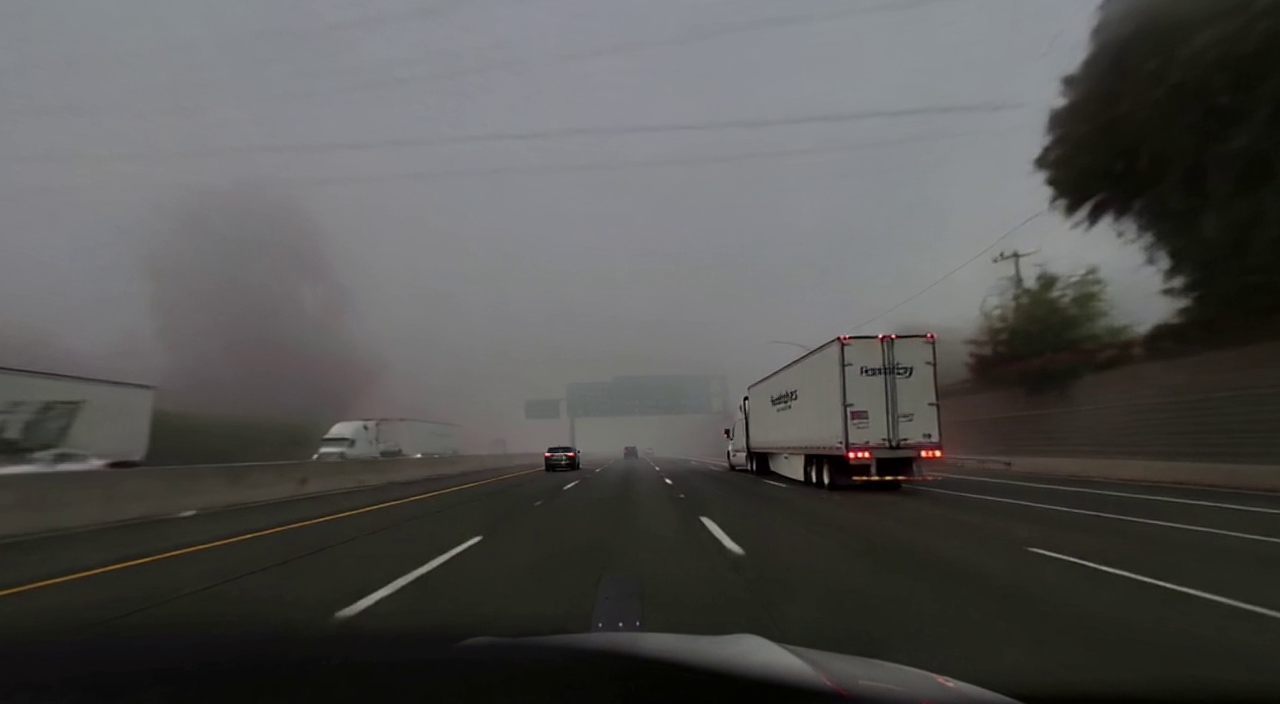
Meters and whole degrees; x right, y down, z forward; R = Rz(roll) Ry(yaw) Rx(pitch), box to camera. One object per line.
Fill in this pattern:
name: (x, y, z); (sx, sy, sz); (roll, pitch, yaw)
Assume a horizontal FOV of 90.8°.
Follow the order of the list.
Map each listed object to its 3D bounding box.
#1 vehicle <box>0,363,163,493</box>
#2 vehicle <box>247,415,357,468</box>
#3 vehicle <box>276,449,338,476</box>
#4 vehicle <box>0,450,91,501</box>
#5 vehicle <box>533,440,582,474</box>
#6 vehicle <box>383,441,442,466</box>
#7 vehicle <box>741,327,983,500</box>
vehicle: (-21.259, 2.124, 17.903); (2.891, 3.973, 16.377); (-1, -9, 0)
vehicle: (-25.212, 6.854, 47.941); (3.102, 3.541, 9.922); (0, -9, -2)
vehicle: (-17.908, 5.948, 34.103); (1.474, 1.345, 3.253); (-1, -9, 1)
vehicle: (-17.816, 3.483, 17.954); (1.449, 1.325, 3.238); (-1, -9, 0)
vehicle: (-4.316, 5.540, 33.608); (2.027, 1.651, 4.099); (-1, -9, 0)
vehicle: (-17.660, 7.896, 49.367); (2.410, 1.798, 6.090); (-1, -9, 0)
vehicle: (6.609, 2.648, 23.209); (2.919, 4.195, 15.833); (0, -9, -1)
